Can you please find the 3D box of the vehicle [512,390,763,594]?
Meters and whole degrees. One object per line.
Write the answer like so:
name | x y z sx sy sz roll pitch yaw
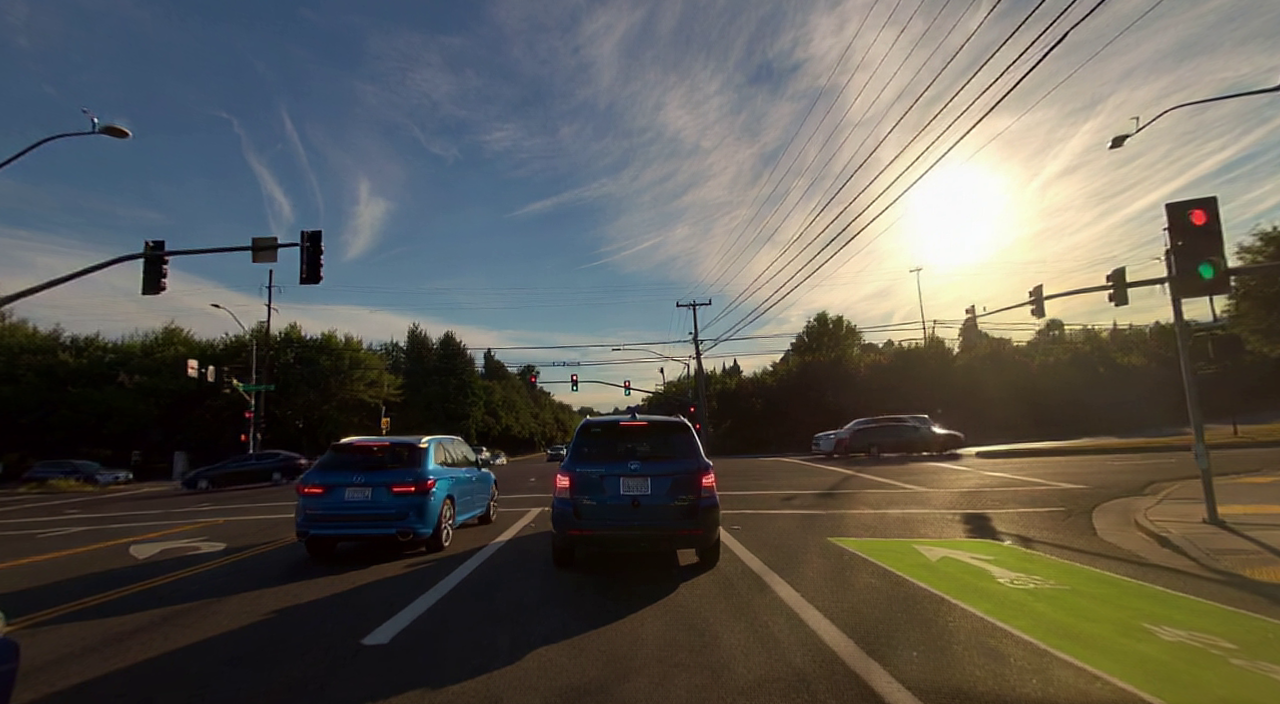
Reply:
vehicle | -0.051 1.517 7.611 2.182 1.773 4.041 0 -8 -1

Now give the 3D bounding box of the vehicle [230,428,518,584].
vehicle | -2.930 1.762 7.996 1.969 1.486 3.702 0 -8 1

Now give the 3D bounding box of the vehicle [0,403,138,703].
vehicle | -3.355 0.662 0.441 1.928 1.488 4.936 0 -8 0

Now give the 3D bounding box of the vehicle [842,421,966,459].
vehicle | 11.999 4.057 29.109 4.977 1.648 2.088 -2 -9 15
